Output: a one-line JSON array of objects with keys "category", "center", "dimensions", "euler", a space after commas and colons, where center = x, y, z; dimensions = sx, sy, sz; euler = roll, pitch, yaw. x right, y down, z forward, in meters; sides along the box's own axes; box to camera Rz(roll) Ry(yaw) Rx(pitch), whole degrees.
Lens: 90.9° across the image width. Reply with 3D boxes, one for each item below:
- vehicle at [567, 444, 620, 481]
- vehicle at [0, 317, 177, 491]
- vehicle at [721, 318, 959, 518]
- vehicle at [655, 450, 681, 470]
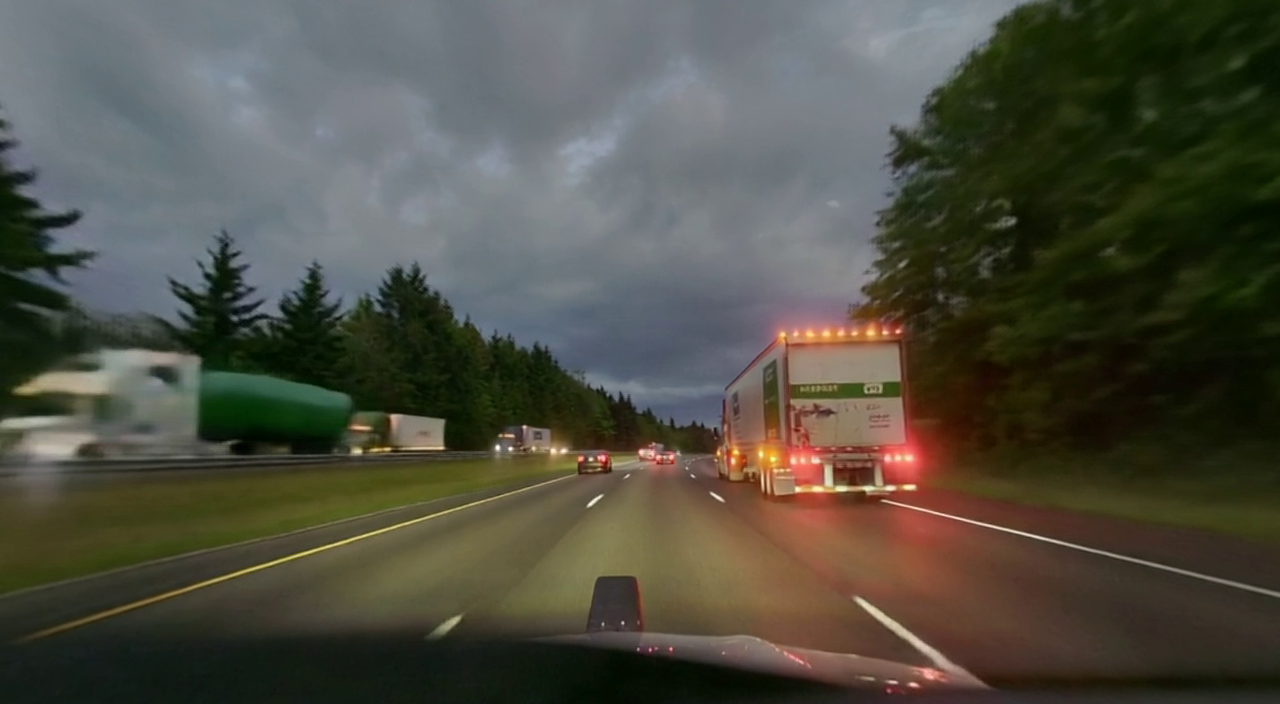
[{"category": "vehicle", "center": [-2.276, 5.581, 32.108], "dimensions": [2.205, 1.728, 4.397], "euler": [-1, -9, 3]}, {"category": "vehicle", "center": [-15.956, 1.533, 16.488], "dimensions": [2.905, 3.909, 5.792], "euler": [-1, -9, 2]}, {"category": "vehicle", "center": [4.847, 2.360, 19.548], "dimensions": [3.057, 3.993, 13.914], "euler": [0, -9, 1]}, {"category": "vehicle", "center": [2.197, 8.426, 49.341], "dimensions": [1.990, 1.537, 3.725], "euler": [-1, -9, 3]}]
